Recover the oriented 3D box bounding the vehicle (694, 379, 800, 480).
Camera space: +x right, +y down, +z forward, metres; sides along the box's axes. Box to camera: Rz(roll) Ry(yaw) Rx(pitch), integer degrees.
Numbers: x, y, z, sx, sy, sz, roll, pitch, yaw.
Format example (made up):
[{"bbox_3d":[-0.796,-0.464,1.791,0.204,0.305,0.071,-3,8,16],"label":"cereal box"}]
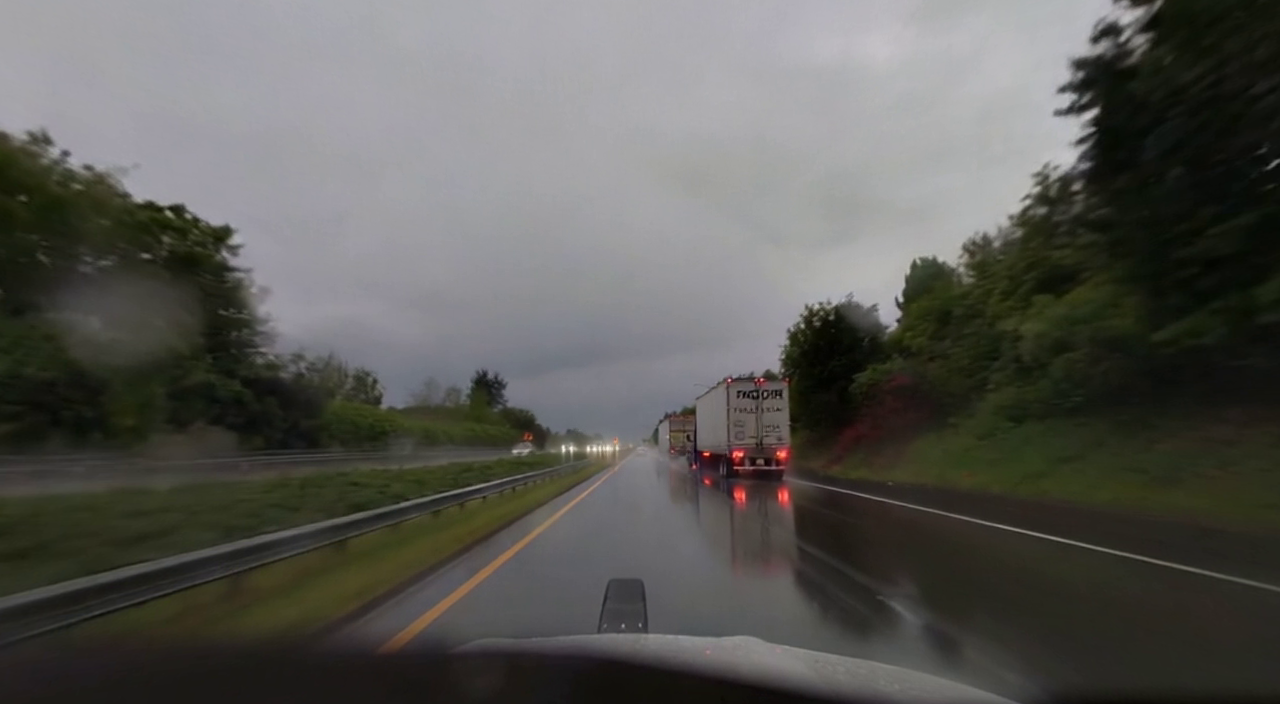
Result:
[{"bbox_3d":[4.945,4.216,32.749,2.929,4.093,14.258,0,-9,0],"label":"vehicle"}]
